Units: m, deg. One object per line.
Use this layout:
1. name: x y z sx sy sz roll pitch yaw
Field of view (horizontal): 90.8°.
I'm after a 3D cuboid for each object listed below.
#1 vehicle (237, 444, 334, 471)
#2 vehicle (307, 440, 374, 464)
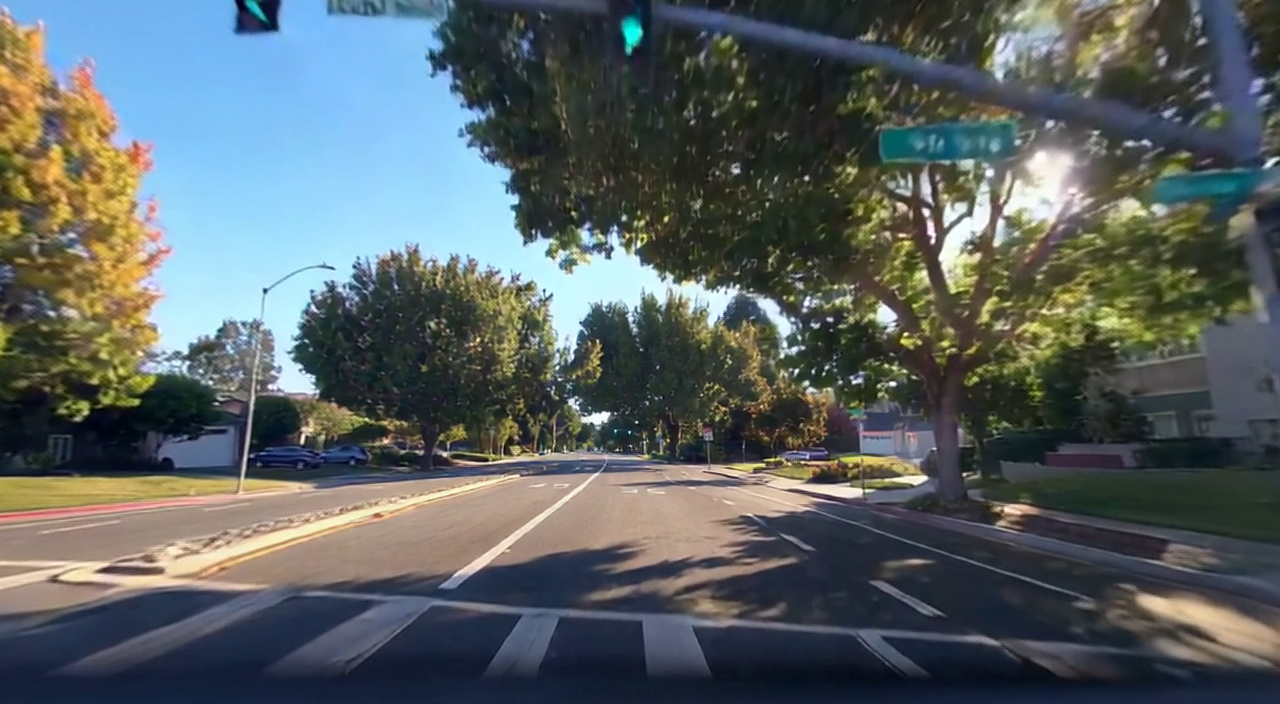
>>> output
1. vehicle: -20.848 6.202 37.238 4.536 1.502 1.975 -1 -9 4
2. vehicle: -21.883 7.339 46.217 3.886 1.641 1.850 1 -10 -1
